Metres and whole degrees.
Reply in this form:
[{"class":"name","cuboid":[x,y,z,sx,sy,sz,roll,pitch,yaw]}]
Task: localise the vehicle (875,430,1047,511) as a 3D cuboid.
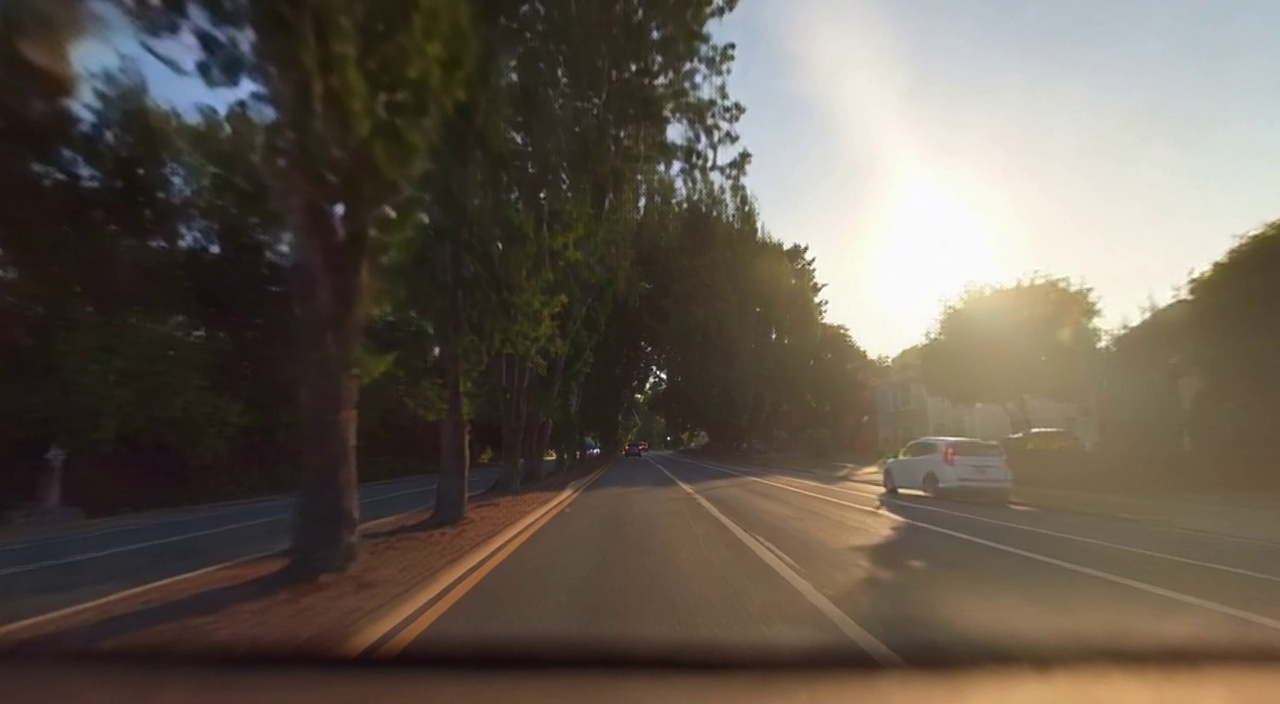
[{"class":"vehicle","cuboid":[7.332,2.729,15.013,1.965,1.623,4.096,0,-9,1]}]
